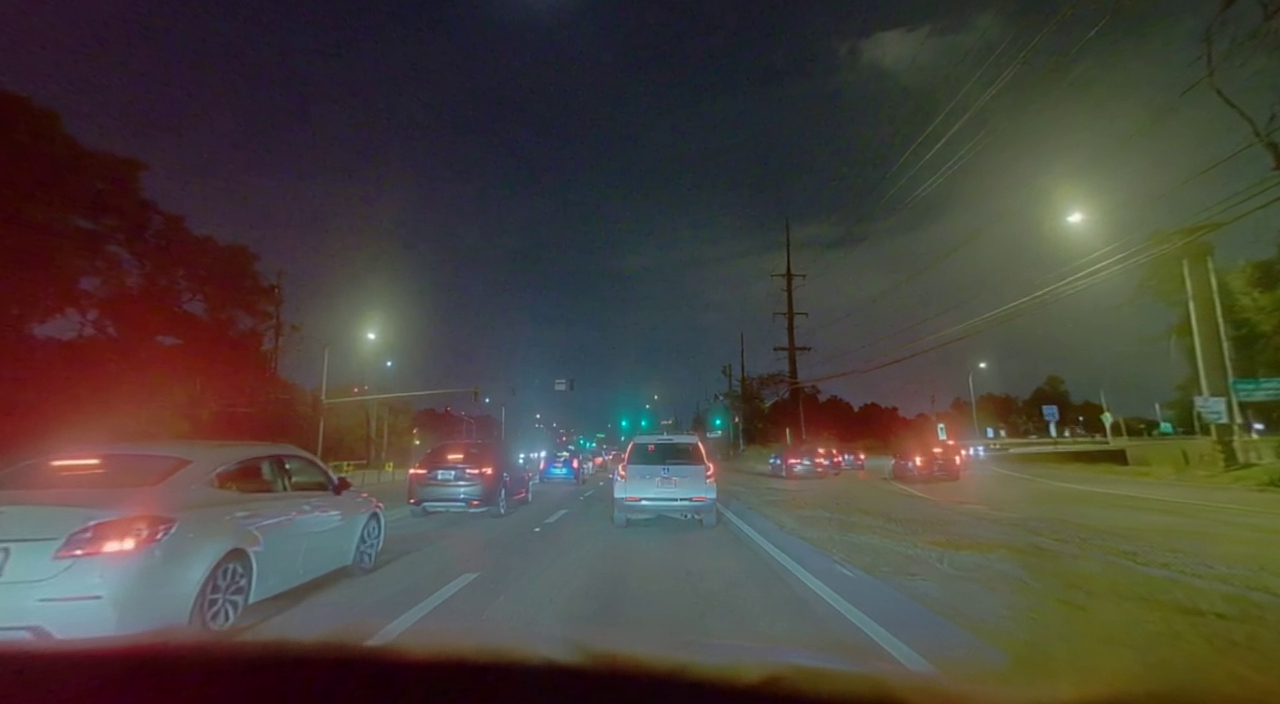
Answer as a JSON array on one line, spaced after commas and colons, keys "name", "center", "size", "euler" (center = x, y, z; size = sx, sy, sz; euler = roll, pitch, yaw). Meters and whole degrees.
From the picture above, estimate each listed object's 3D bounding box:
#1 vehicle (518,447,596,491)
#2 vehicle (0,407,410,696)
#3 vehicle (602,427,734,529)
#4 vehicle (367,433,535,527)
[{"name": "vehicle", "center": [-2.935, 4.264, 23.316], "size": [2.105, 1.436, 4.311], "euler": [-1, -9, 3]}, {"name": "vehicle", "center": [-3.819, 1.396, 5.531], "size": [1.999, 1.563, 4.007], "euler": [0, -9, 1]}, {"name": "vehicle", "center": [0.541, 2.428, 12.635], "size": [2.205, 1.691, 3.937], "euler": [-1, -9, 2]}, {"name": "vehicle", "center": [-3.696, 2.591, 13.356], "size": [2.018, 1.621, 4.441], "euler": [-1, -9, 2]}]
